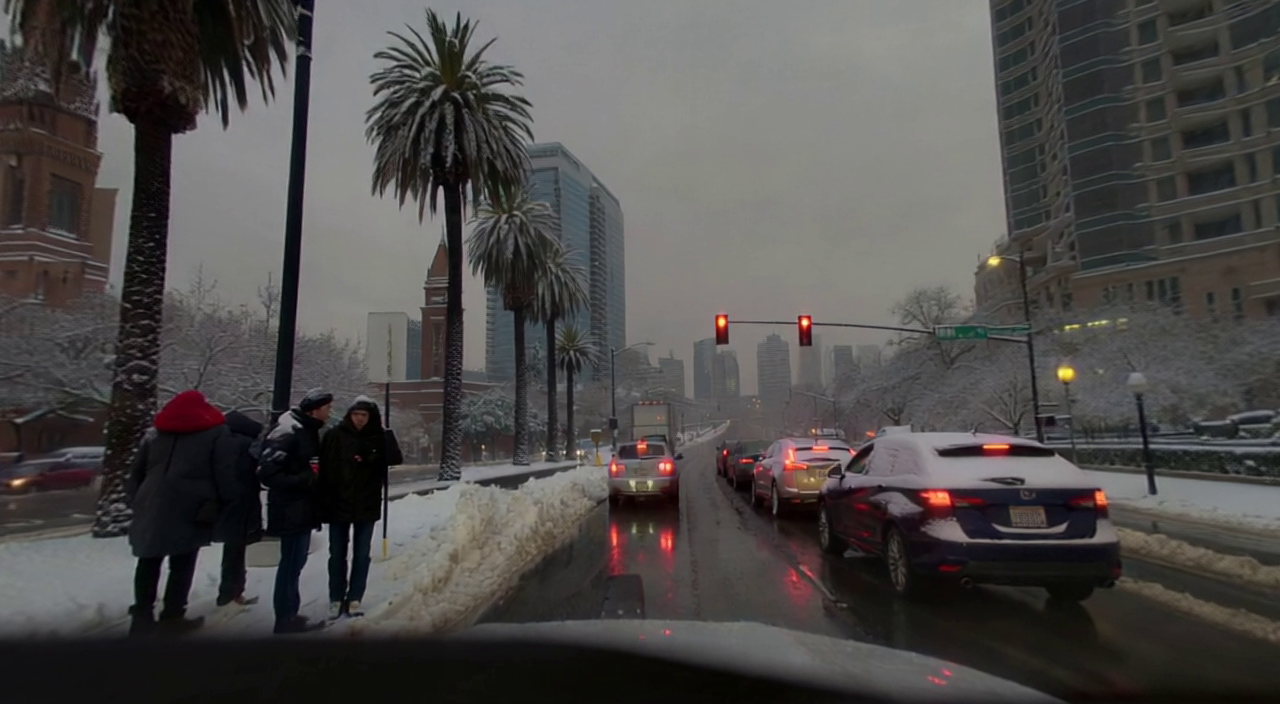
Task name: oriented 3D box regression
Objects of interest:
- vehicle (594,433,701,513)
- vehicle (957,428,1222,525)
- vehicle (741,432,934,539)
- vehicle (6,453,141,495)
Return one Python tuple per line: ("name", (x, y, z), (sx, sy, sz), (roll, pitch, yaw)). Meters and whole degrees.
("vehicle", (0.177, 2.611, 13.990), (2.048, 1.503, 3.681), (0, -9, 1))
("vehicle", (8.174, 2.282, 12.087), (1.859, 1.508, 4.259), (0, -9, -1))
("vehicle", (3.101, 2.191, 11.004), (1.913, 1.469, 4.425), (0, -9, 0))
("vehicle", (-26.700, 5.724, 29.954), (2.105, 1.793, 4.812), (0, -9, -4))
